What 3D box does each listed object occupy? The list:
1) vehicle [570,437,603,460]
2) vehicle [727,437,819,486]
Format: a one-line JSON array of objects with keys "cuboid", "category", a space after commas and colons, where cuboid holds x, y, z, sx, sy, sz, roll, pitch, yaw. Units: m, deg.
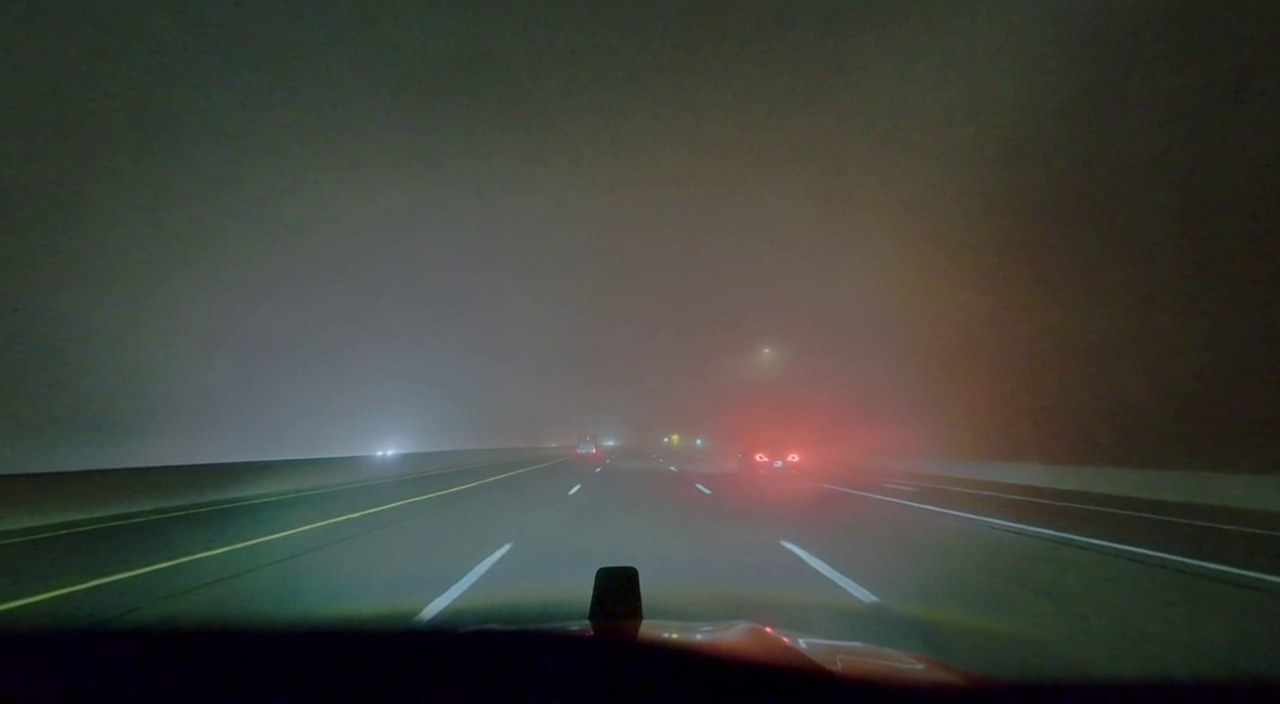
[{"cuboid": [-3.919, 7.208, 47.132, 2.048, 1.618, 4.424, 0, -9, 0], "category": "vehicle"}, {"cuboid": [4.411, 3.697, 21.645, 2.060, 1.485, 4.274, 0, -9, -2], "category": "vehicle"}]
